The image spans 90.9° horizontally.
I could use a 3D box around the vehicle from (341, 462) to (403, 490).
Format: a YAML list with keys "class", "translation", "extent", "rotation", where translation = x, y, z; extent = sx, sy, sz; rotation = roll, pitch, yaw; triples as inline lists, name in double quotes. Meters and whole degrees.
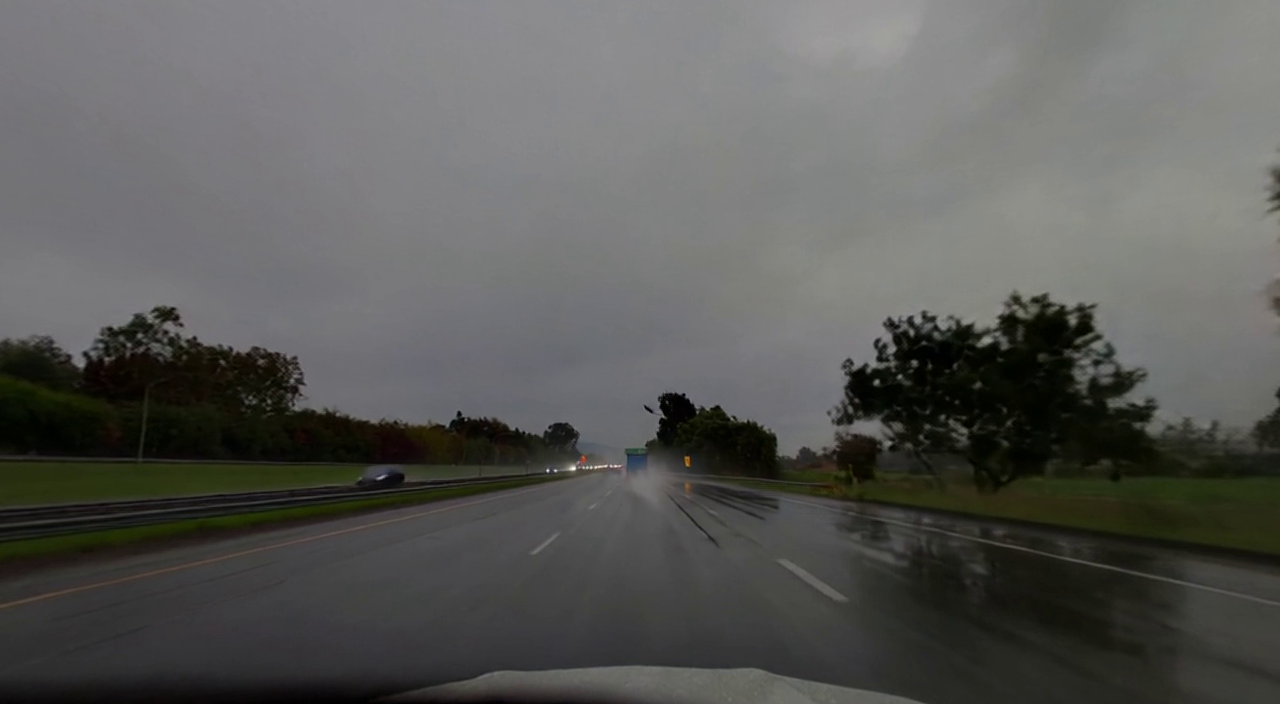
- class: "vehicle"
  translation: [-17.040, 7.899, 40.311]
  extent: [2.099, 1.625, 4.099]
  rotation: [1, -10, 1]
